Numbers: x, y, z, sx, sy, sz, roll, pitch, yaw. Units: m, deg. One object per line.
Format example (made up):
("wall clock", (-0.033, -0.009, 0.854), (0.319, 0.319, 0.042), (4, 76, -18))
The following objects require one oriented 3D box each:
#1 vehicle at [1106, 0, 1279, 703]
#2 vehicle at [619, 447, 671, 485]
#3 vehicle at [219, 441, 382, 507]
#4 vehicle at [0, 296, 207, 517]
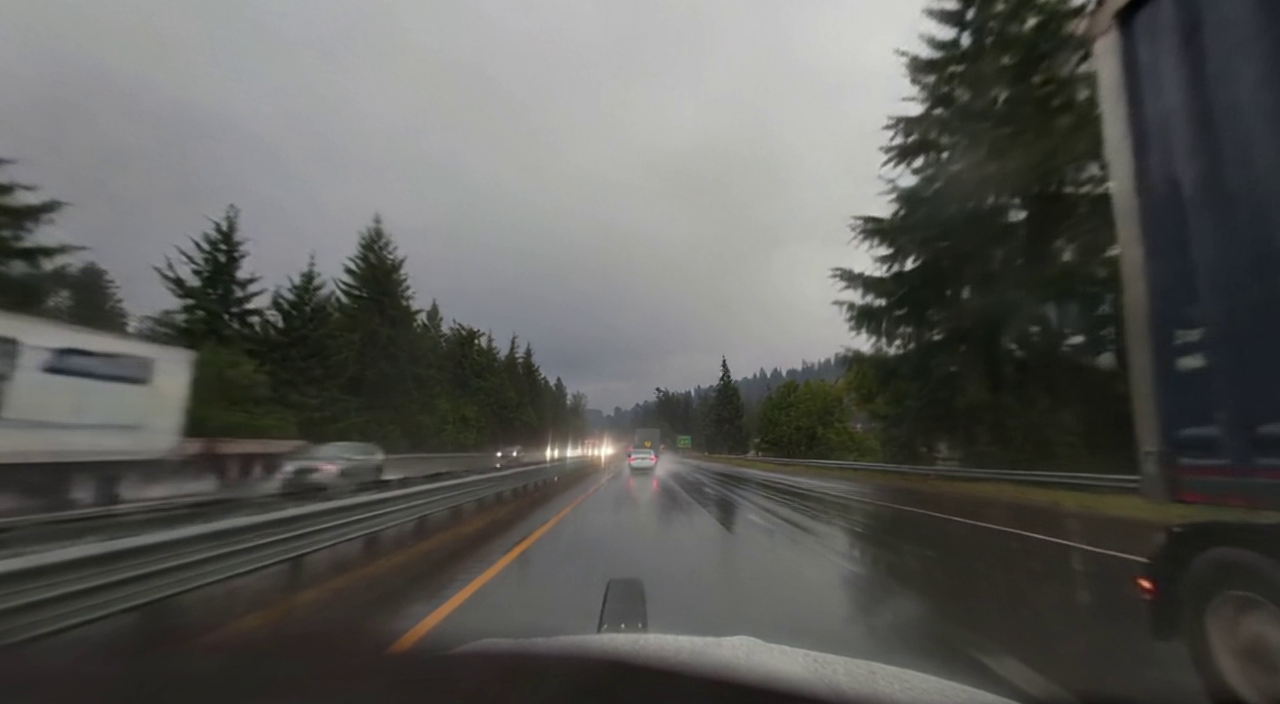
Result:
("vehicle", (4.367, -0.554, 0.684), (3.010, 3.911, 5.858), (0, -9, 0))
("vehicle", (0.185, 4.951, 27.785), (2.114, 1.523, 4.012), (0, -9, -1))
("vehicle", (-8.458, 3.049, 16.202), (1.851, 1.457, 4.155), (0, -9, 0))
("vehicle", (-13.167, 0.994, 11.548), (2.977, 3.982, 10.269), (0, -9, 1))
